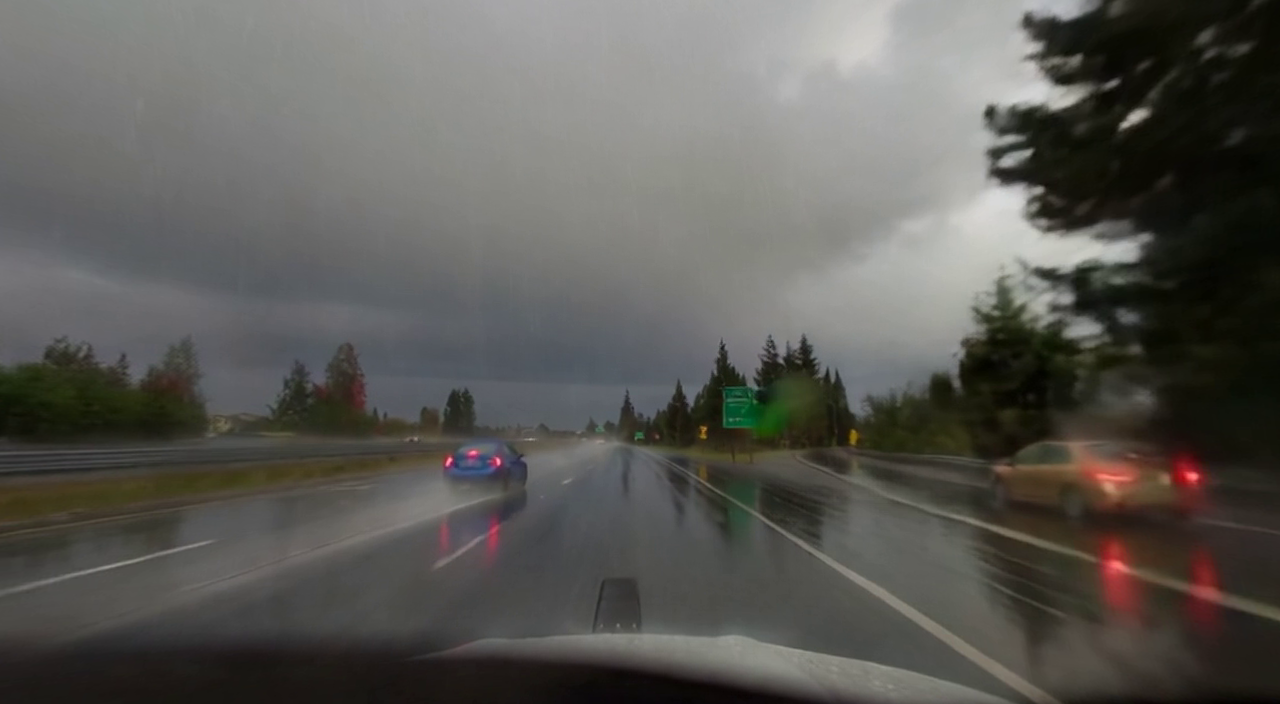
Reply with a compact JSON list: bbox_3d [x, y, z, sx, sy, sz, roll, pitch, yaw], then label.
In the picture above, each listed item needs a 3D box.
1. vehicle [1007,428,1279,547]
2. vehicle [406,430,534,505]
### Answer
[{"bbox_3d":[8.722,2.182,11.018,2.084,1.614,4.762,-1,-8,5],"label":"vehicle"},{"bbox_3d":[-3.932,2.724,15.350,2.008,1.567,3.959,0,-8,0],"label":"vehicle"}]
